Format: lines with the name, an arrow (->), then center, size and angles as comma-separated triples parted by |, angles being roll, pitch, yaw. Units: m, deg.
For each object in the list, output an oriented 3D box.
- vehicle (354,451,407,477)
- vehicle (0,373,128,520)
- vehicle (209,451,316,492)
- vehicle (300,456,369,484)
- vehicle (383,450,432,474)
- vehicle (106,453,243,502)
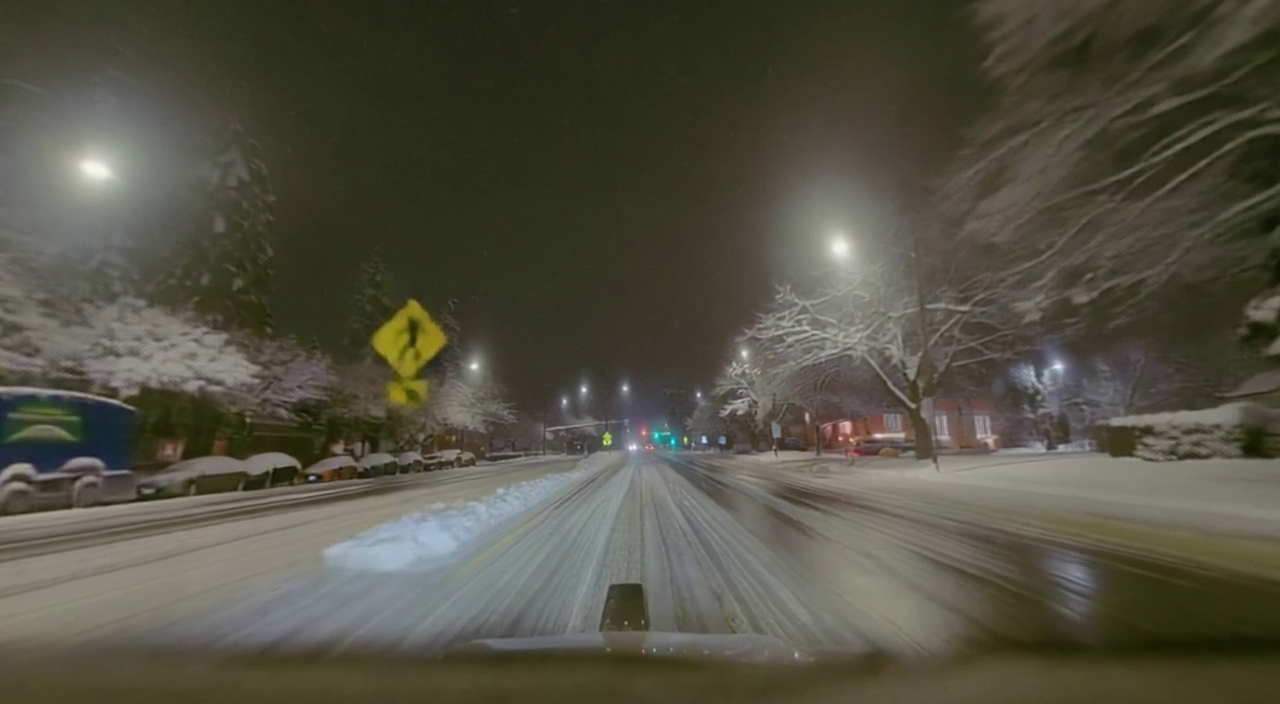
vehicle -> -17.842, 7.703, 43.519 | 1.952, 1.649, 4.414 | 0, -9, -3
vehicle -> -17.878, 2.488, 15.737 | 3.028, 3.724, 9.001 | -5, -8, -2
vehicle -> -17.931, 5.660, 30.295 | 2.200, 1.730, 4.886 | -1, -9, -1
vehicle -> -17.886, 6.904, 37.148 | 1.839, 1.456, 4.507 | -1, -9, 0
vehicle -> -18.023, 8.513, 49.128 | 2.115, 1.716, 4.900 | -1, -9, -2
vehicle -> -18.093, 4.857, 24.846 | 1.892, 1.681, 4.596 | -1, -9, 0
